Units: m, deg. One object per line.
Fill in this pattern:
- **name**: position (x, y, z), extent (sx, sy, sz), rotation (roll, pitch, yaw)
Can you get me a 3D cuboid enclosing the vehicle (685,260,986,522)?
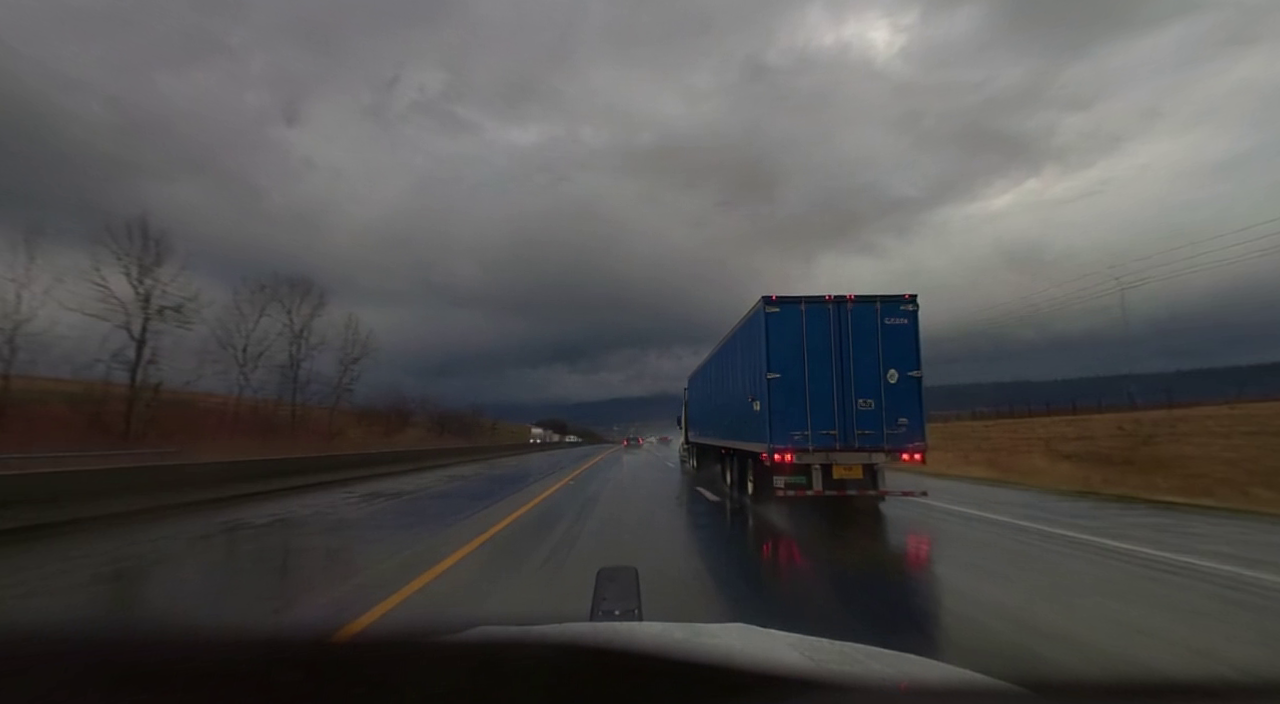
- **vehicle**: position (3.736, 1.730, 18.741), extent (3.203, 4.273, 17.131), rotation (0, -8, -1)
